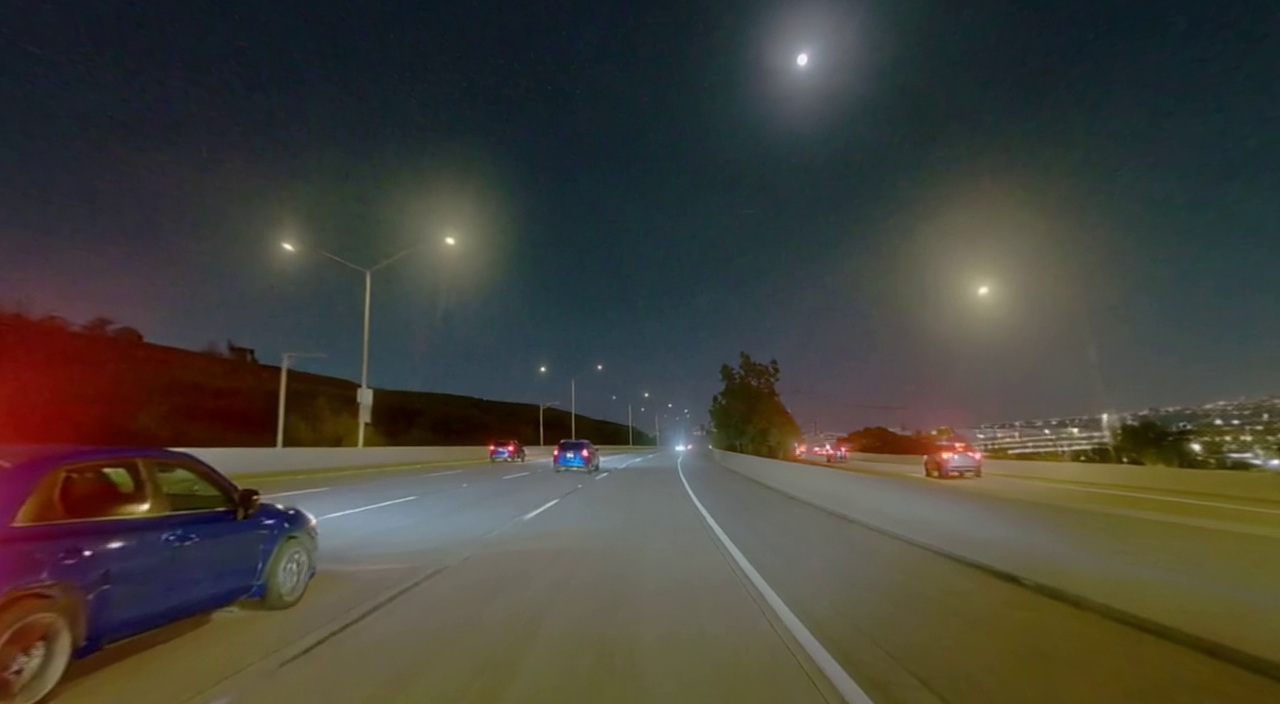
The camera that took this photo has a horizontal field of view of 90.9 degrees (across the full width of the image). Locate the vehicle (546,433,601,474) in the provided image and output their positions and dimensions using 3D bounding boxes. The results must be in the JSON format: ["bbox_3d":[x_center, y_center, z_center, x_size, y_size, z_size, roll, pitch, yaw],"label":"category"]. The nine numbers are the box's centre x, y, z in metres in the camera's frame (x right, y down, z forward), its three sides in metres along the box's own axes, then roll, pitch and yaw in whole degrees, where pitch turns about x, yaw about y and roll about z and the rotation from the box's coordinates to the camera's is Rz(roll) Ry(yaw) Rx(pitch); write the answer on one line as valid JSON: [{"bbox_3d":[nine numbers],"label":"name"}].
[{"bbox_3d":[-3.077,4.821,30.134,2.028,1.782,4.150,-1,-8,3],"label":"vehicle"}]

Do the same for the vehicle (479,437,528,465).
[{"bbox_3d":[-9.152,6.652,42.623,2.039,1.746,4.528,-1,-8,4],"label":"vehicle"}]
